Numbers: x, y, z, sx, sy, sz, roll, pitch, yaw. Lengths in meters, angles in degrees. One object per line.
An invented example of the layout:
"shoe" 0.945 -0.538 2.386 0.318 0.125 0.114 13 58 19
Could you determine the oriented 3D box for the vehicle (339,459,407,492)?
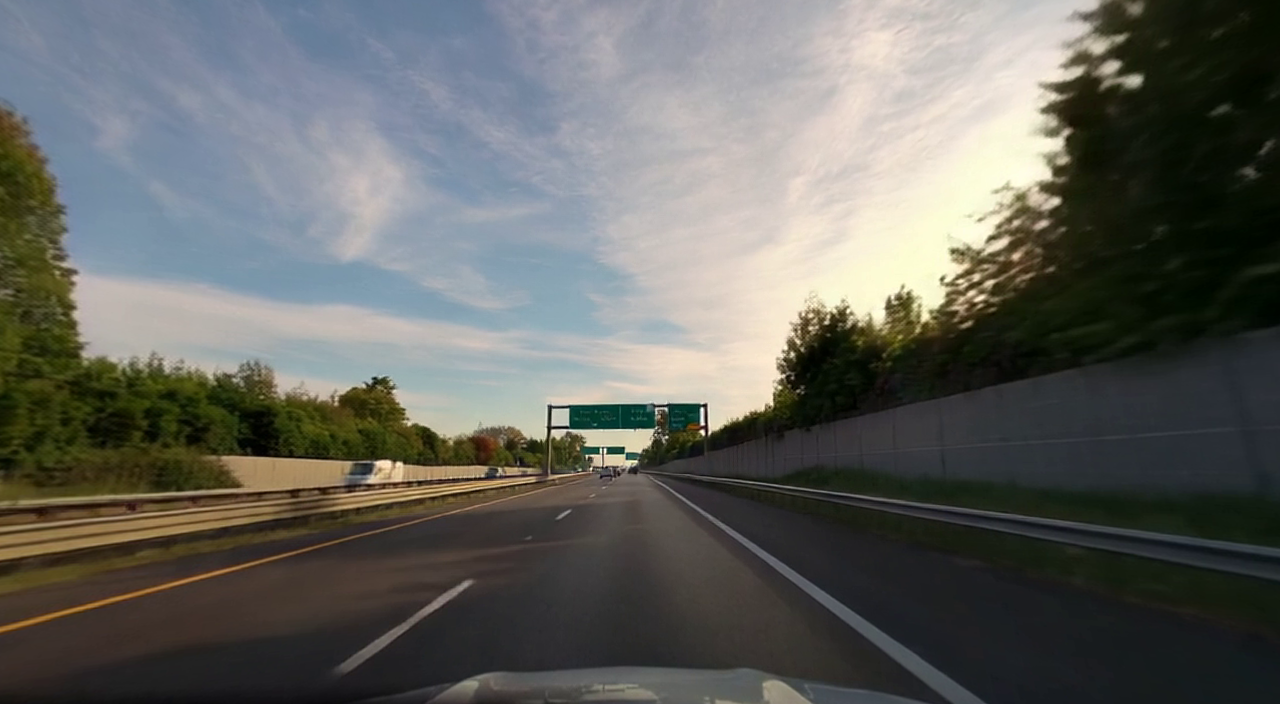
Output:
"vehicle" -16.519 7.662 39.238 2.055 1.872 4.733 1 -10 0
